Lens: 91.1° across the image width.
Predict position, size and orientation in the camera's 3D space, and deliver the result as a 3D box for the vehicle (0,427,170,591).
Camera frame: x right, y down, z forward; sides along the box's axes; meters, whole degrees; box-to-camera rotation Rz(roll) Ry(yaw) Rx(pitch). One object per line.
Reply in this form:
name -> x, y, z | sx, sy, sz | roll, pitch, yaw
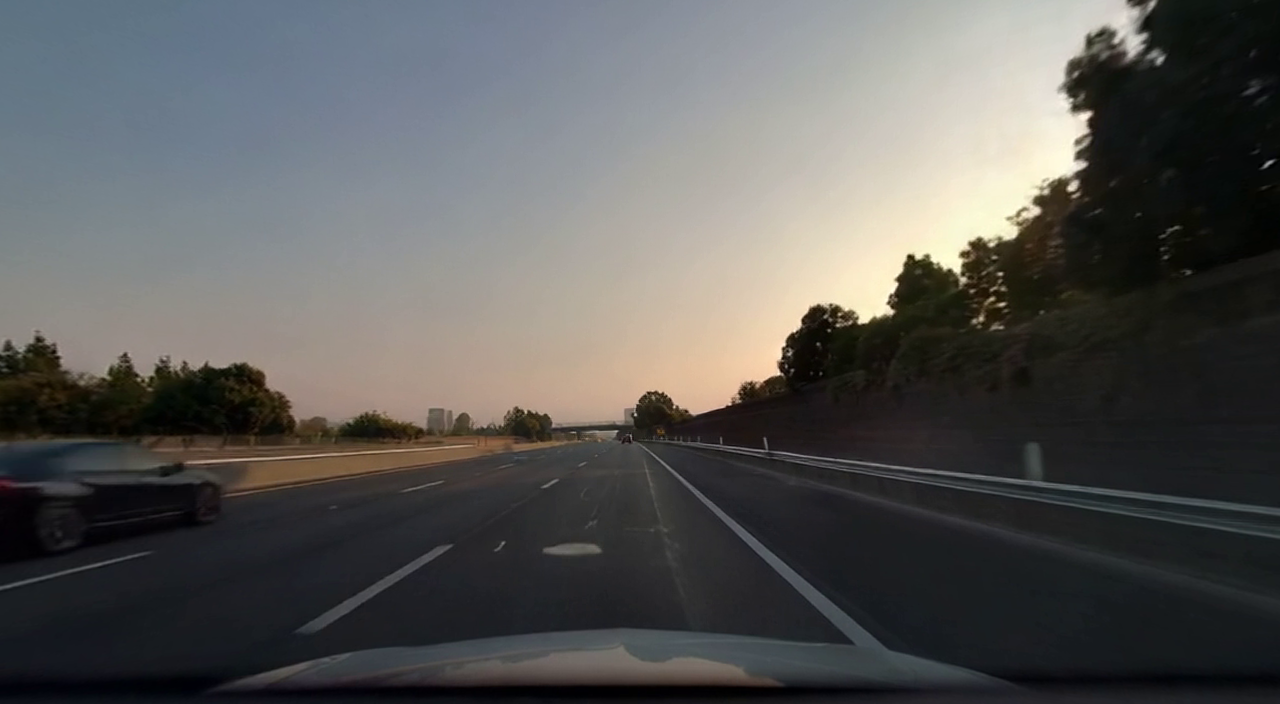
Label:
vehicle -> -6.815, 1.407, 5.556 | 1.989, 1.473, 4.345 | 0, -8, -1
